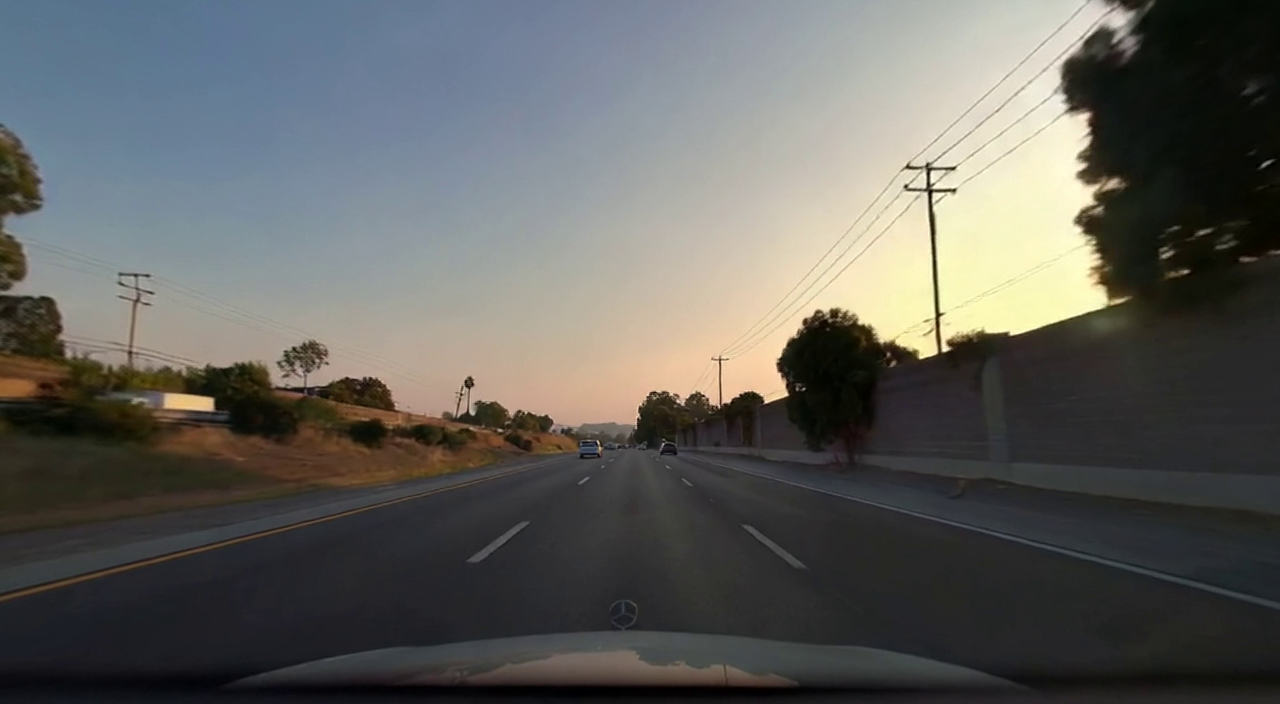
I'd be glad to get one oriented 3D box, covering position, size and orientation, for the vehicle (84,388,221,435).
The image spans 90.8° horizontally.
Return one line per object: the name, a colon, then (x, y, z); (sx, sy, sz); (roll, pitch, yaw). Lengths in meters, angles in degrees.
vehicle: (-33.384, 4.262, 43.849); (2.941, 2.815, 8.291); (0, -8, 0)
